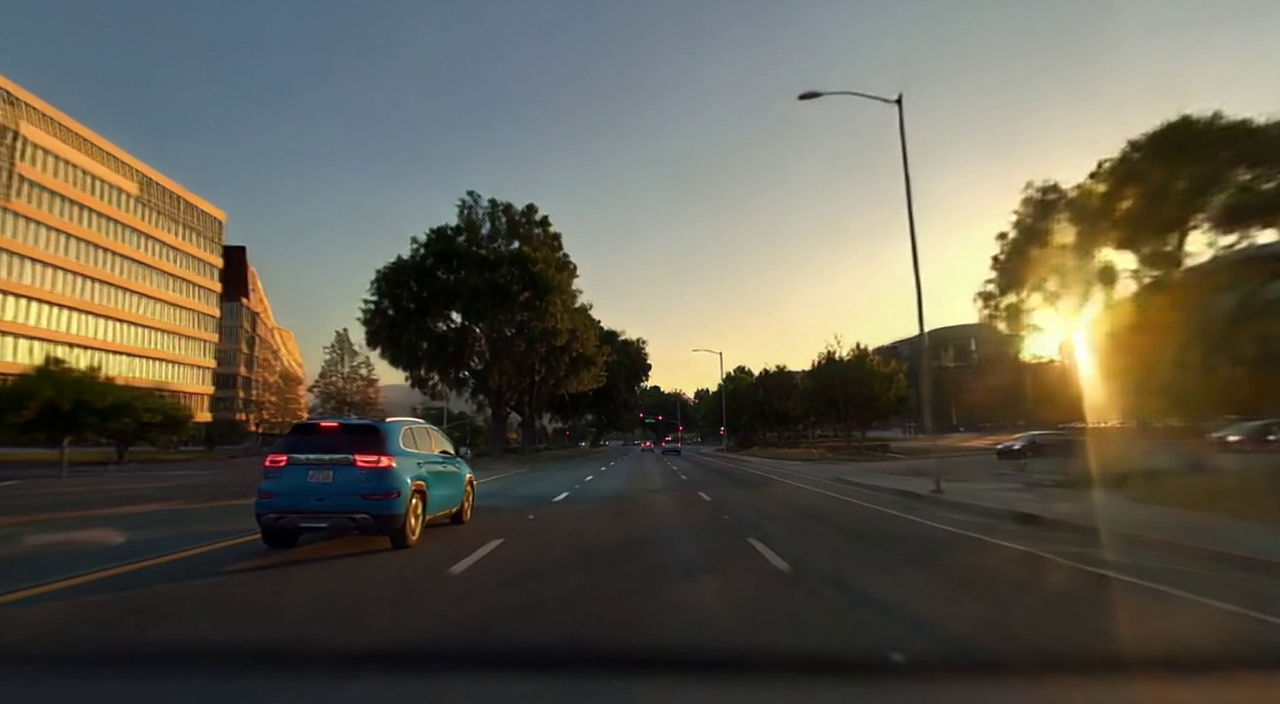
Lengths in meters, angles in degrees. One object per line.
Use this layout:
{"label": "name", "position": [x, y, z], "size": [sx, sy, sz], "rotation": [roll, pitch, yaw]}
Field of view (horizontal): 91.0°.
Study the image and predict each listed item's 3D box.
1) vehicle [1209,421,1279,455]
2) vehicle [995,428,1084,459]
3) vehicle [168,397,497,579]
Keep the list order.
{"label": "vehicle", "position": [39.108, 5.240, 38.515], "size": [2.117, 2.004, 5.795], "rotation": [2, -9, -22]}
{"label": "vehicle", "position": [23.267, 5.322, 36.762], "size": [4.000, 1.458, 1.640], "rotation": [-4, -6, 0]}
{"label": "vehicle", "position": [-3.440, 1.619, 8.287], "size": [2.033, 1.713, 4.503], "rotation": [0, -8, 0]}
